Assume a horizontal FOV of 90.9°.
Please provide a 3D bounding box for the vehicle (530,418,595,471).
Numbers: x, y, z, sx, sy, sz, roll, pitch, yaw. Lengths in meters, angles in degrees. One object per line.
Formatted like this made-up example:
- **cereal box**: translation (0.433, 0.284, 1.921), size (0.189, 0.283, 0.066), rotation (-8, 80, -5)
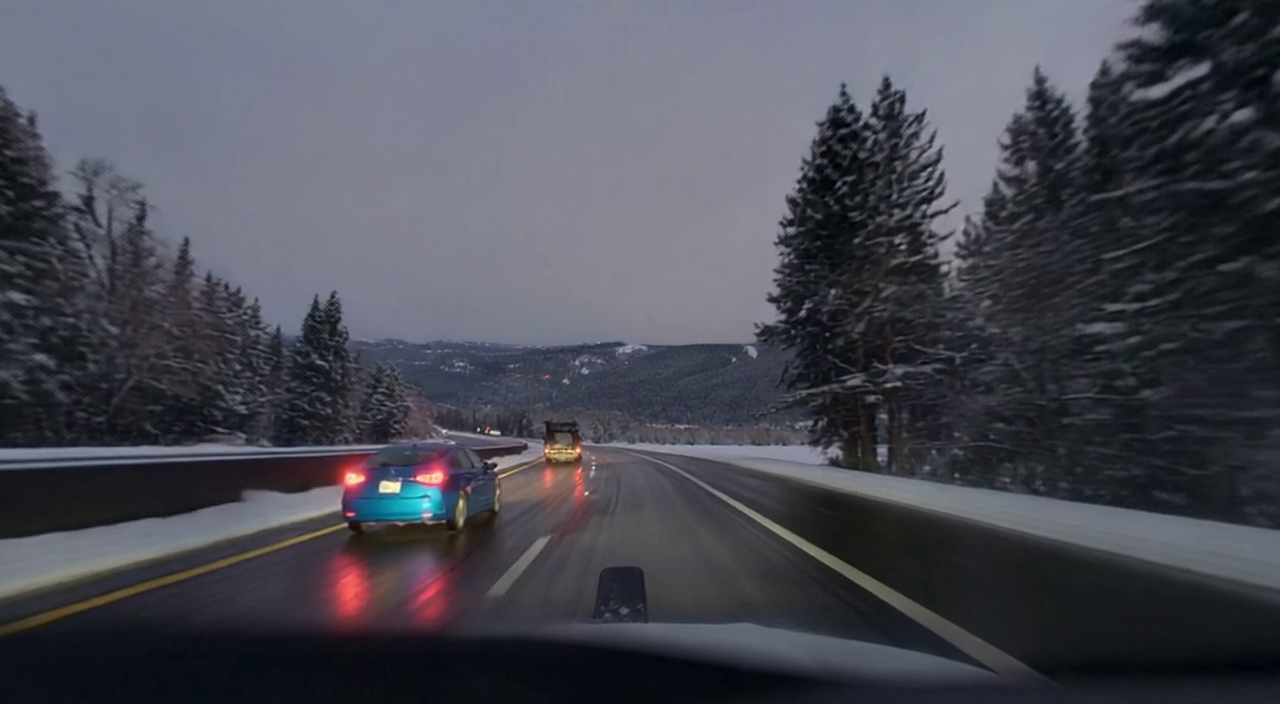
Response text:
- **vehicle**: translation (-3.472, 4.301, 29.498), size (2.444, 2.204, 5.568), rotation (0, -8, -1)

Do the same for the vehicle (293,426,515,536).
- **vehicle**: translation (-3.784, 2.142, 11.211), size (2.097, 1.511, 4.585), rotation (-1, -8, 1)
